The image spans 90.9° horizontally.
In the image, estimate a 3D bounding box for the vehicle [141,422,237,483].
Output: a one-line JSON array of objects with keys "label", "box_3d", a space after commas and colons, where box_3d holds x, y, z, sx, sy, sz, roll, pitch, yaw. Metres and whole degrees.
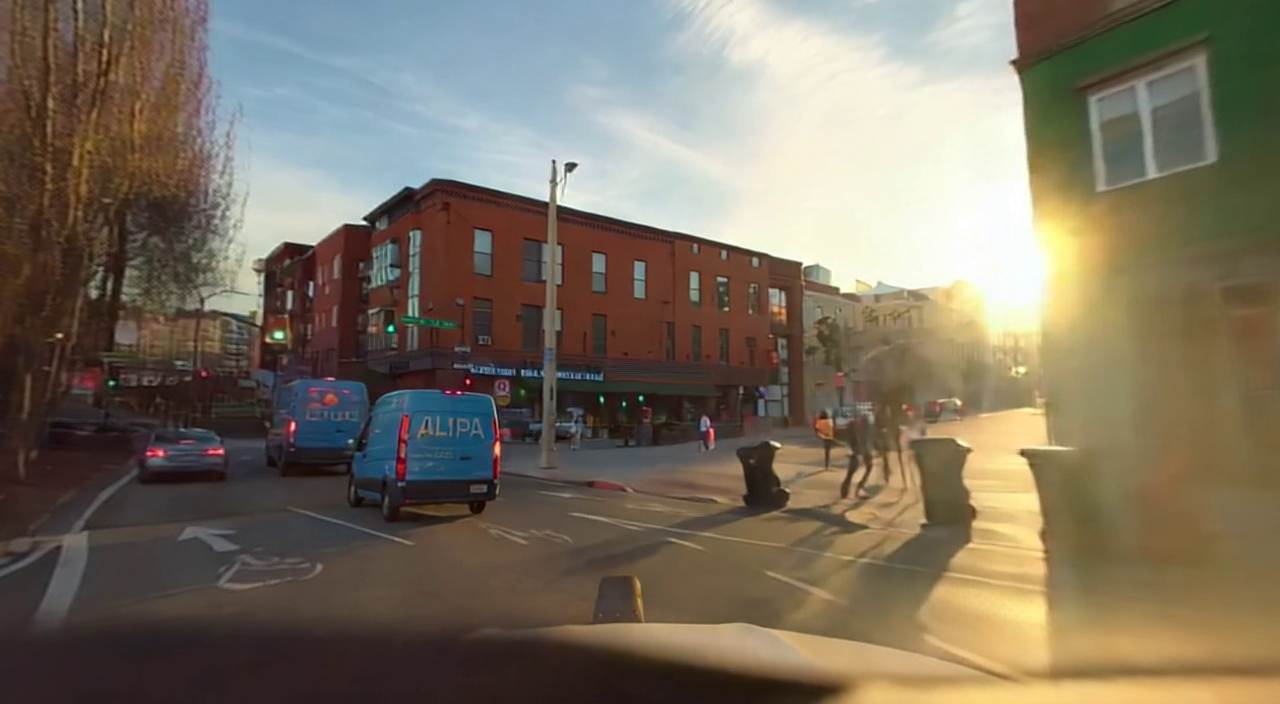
[{"label": "vehicle", "box_3d": [-12.155, 2.661, 17.050, 1.841, 1.461, 3.426, 5, -9, -34]}]

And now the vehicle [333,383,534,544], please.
[{"label": "vehicle", "box_3d": [-3.422, 1.624, 9.862, 1.951, 1.907, 4.266, 5, -9, -32]}]

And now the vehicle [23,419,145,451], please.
[{"label": "vehicle", "box_3d": [-26.291, 3.945, 29.904, 1.657, 1.400, 3.951, -5, -9, 33]}]

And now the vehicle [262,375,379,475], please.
[{"label": "vehicle", "box_3d": [-10.490, 2.405, 20.359, 2.333, 2.703, 6.504, 5, -9, -34]}]
